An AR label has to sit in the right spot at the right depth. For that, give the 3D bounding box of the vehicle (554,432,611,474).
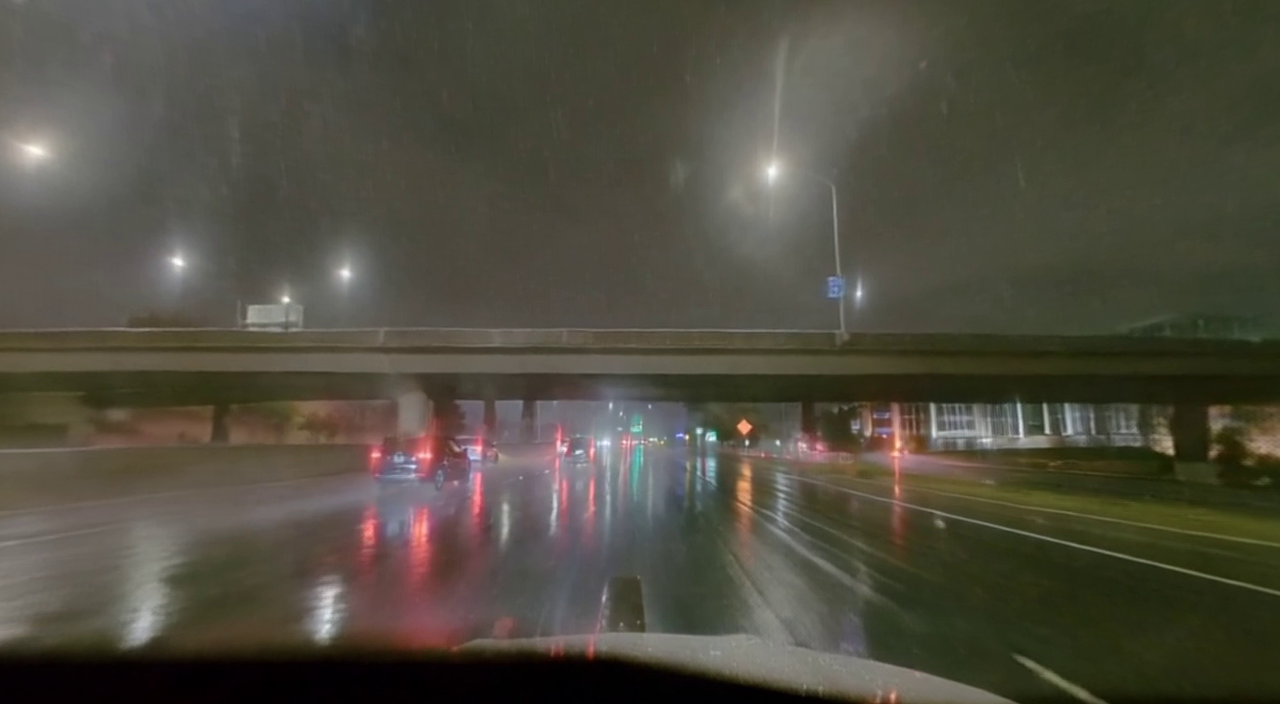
[{"bbox_3d":[-2.411,4.390,27.690,2.027,1.697,4.307,0,-8,1],"label":"vehicle"}]

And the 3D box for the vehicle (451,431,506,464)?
[{"bbox_3d":[-9.449,5.640,37.385,1.969,1.759,4.758,0,-8,1],"label":"vehicle"}]

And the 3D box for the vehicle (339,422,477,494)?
[{"bbox_3d":[-6.318,2.955,17.935,2.015,1.762,4.790,0,-8,1],"label":"vehicle"}]
